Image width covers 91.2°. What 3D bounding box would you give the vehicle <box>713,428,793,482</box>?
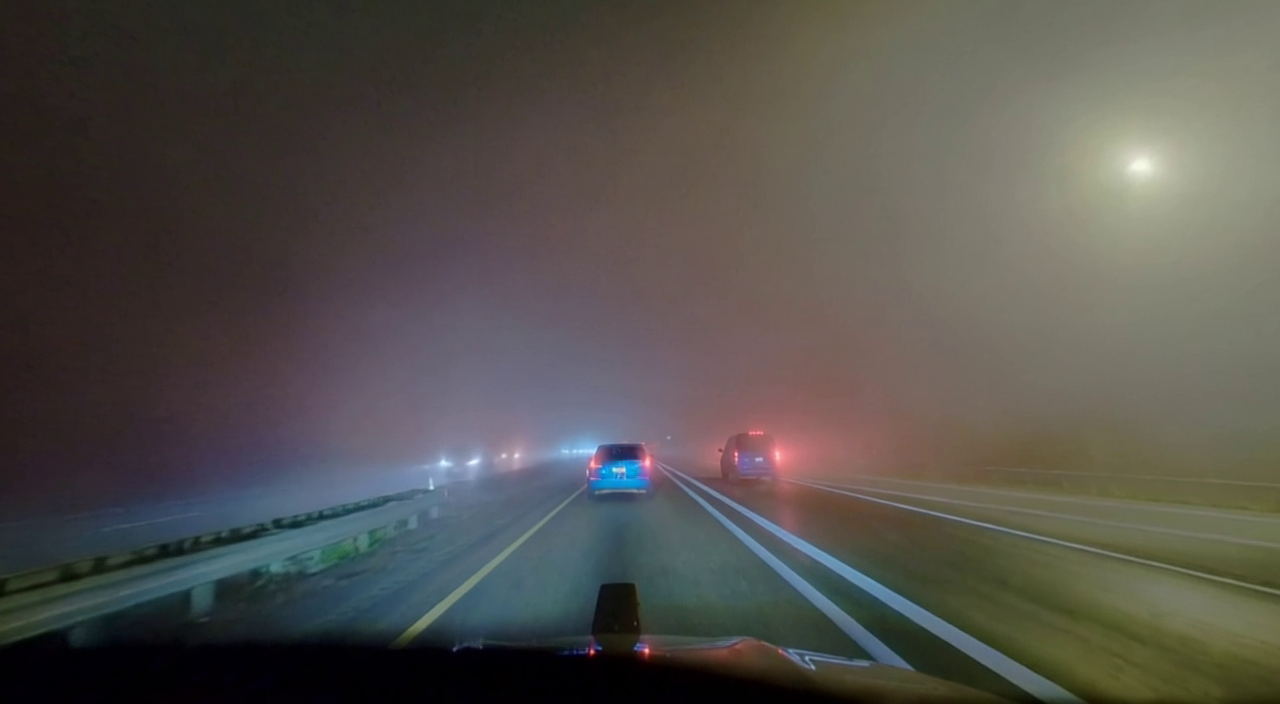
[{"bbox_3d":[4.439,4.153,25.458,2.261,1.952,4.784,0,-9,-1],"label":"vehicle"}]

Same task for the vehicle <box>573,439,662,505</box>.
[{"bbox_3d":[-0.518,3.037,16.269,2.029,1.483,3.769,0,-9,0],"label":"vehicle"}]

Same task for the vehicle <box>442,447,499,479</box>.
[{"bbox_3d":[-8.812,5.775,32.879,1.851,1.542,4.150,0,-9,0],"label":"vehicle"}]
